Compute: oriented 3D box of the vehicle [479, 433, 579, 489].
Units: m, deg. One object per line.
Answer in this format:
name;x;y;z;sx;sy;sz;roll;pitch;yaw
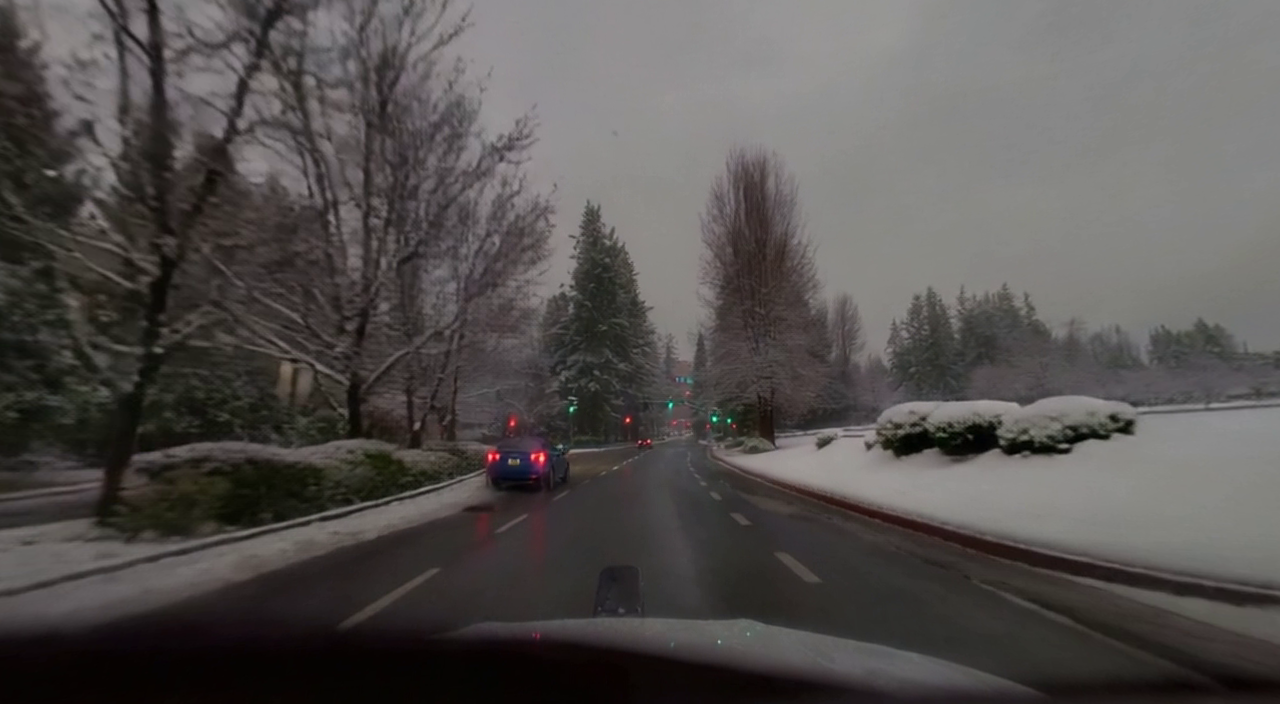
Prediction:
vehicle;-3.238;3.294;19.490;2.038;1.486;4.678;-1;-8;2
